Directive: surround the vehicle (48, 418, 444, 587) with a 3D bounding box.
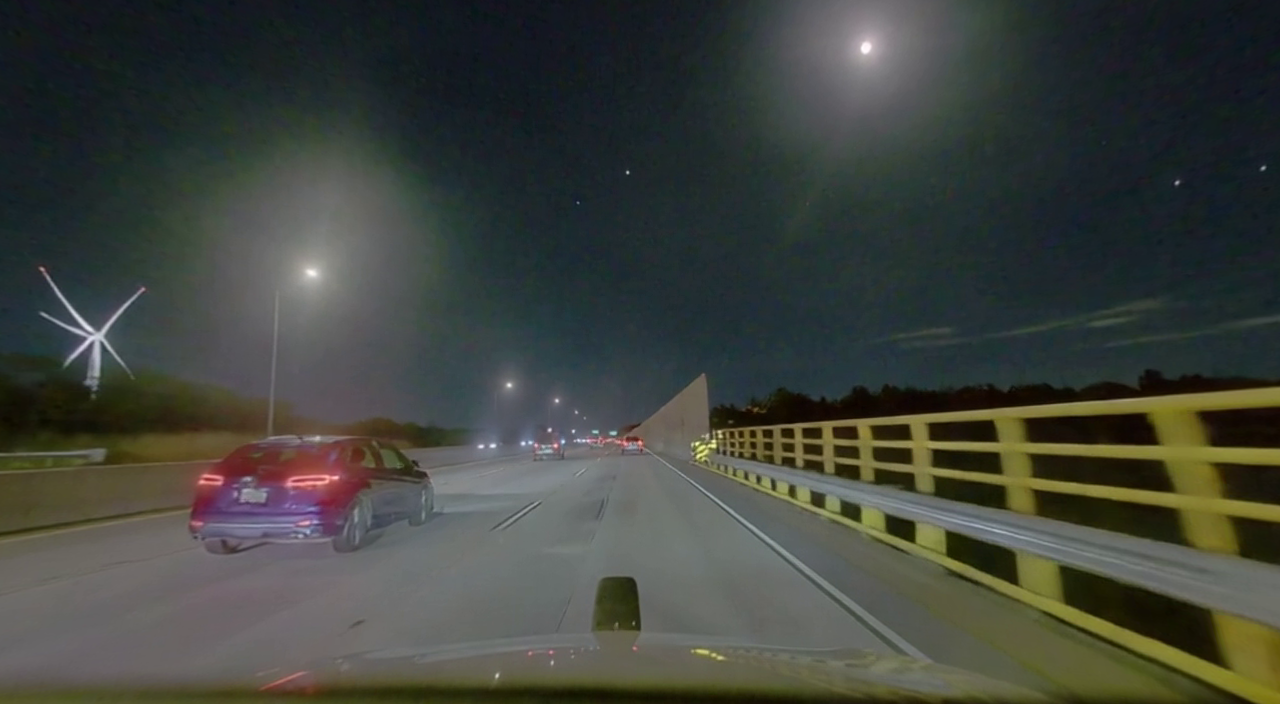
[{"bbox_3d":[-4.172,1.630,7.880,1.998,1.468,4.635,0,-8,-1],"label":"vehicle"}]

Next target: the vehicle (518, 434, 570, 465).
[{"bbox_3d":[-4.761,4.908,31.928,2.059,1.436,3.802,0,-8,0],"label":"vehicle"}]

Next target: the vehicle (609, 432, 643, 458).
[{"bbox_3d":[-0.830,5.734,38.936,2.027,1.550,3.607,0,-8,-1],"label":"vehicle"}]
